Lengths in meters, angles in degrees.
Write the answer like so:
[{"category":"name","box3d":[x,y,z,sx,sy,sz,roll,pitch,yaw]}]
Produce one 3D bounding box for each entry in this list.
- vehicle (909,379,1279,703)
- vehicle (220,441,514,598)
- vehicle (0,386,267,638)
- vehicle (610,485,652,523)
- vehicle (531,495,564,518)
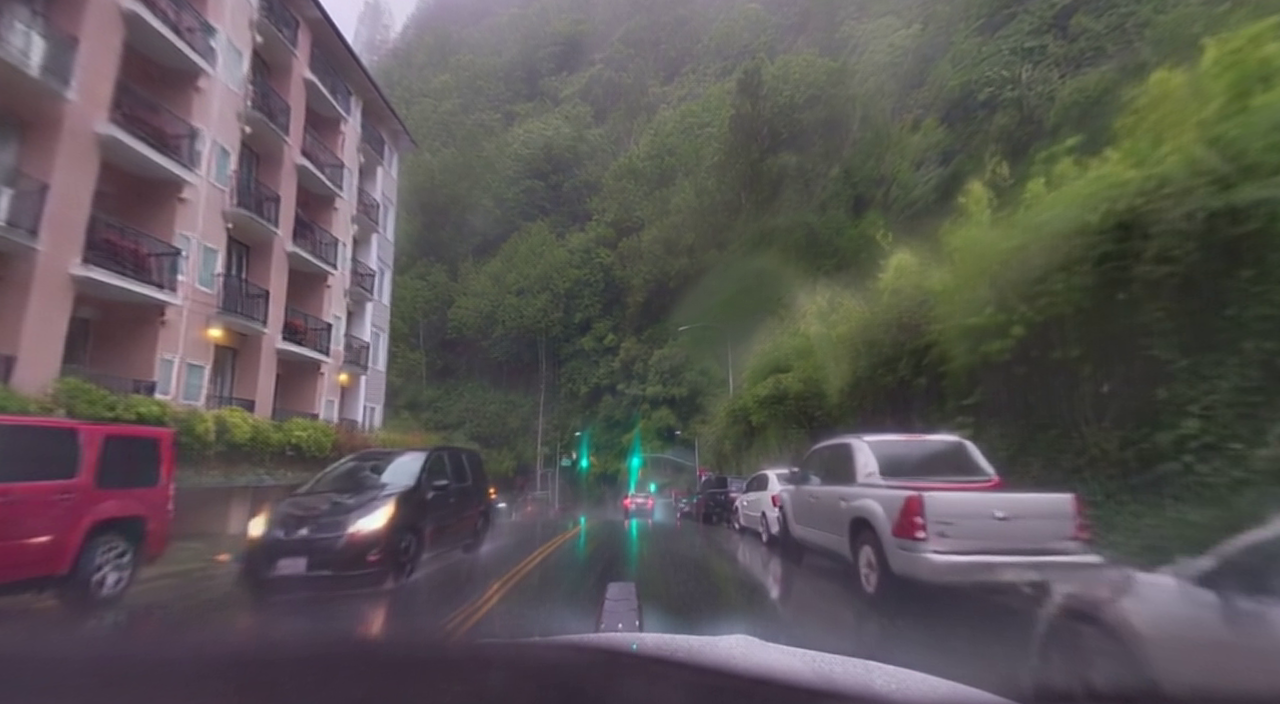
[{"category":"vehicle","box3d":[2.620,0.776,1.382,1.933,1.465,4.698,0,-8,-1]},{"category":"vehicle","box3d":[-3.336,2.208,9.000,2.102,1.621,4.627,0,-11,0]},{"category":"vehicle","box3d":[-6.384,1.358,5.475,2.692,1.949,5.948,0,-11,-1]},{"category":"vehicle","box3d":[-0.536,8.368,34.953,2.201,1.731,3.854,0,-8,-2]},{"category":"vehicle","box3d":[-7.033,11.829,48.291,1.859,1.428,4.465,0,-10,-1]}]
